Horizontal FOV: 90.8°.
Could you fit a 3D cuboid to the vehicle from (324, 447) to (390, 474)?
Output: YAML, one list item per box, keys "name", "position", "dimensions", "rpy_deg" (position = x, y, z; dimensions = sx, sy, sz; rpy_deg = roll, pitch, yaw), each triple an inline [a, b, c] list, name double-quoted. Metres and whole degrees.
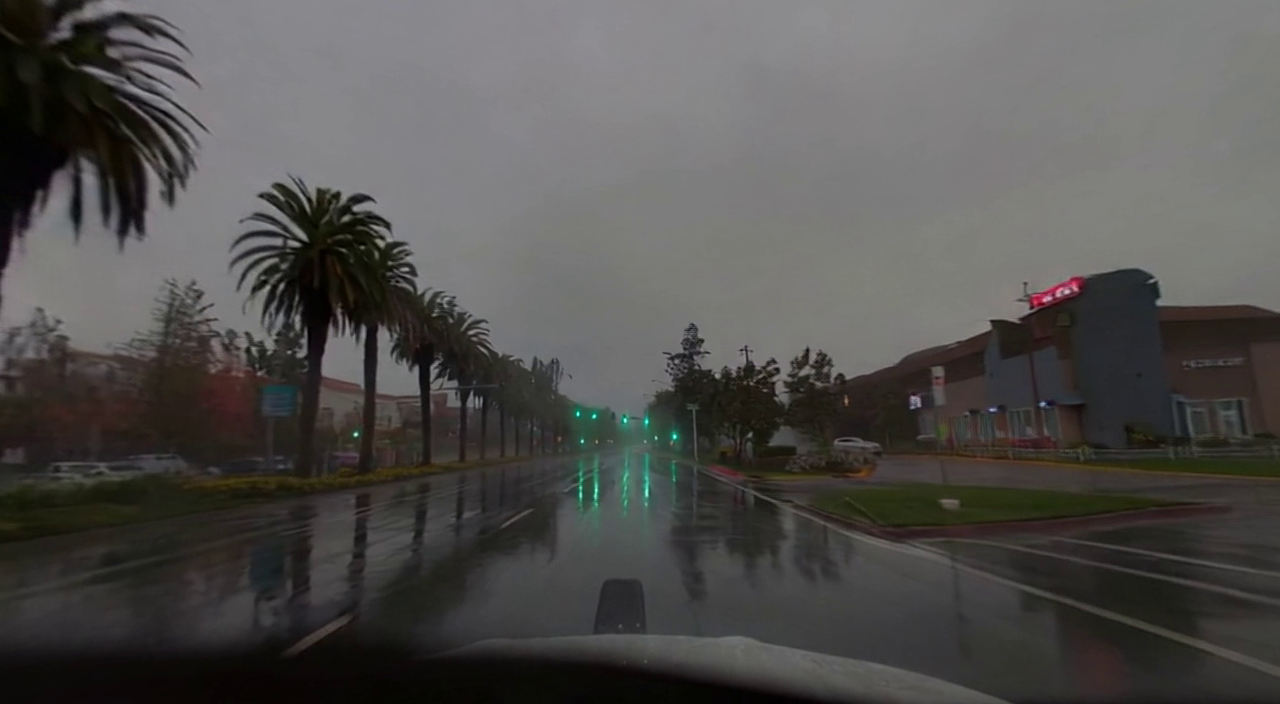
- name: "vehicle"
  position: [-20.640, 7.931, 46.430]
  dimensions: [2.226, 1.860, 5.857]
  rpy_deg: [0, -9, -1]

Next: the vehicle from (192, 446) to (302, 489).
- name: "vehicle"
  position: [-16.851, 4.939, 27.402]
  dimensions: [2.019, 1.694, 4.401]
  rpy_deg: [0, -9, -1]

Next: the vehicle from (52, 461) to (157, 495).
- name: "vehicle"
  position: [-27.266, 6.391, 32.370]
  dimensions: [1.771, 1.494, 4.088]
  rpy_deg: [0, -9, -1]
